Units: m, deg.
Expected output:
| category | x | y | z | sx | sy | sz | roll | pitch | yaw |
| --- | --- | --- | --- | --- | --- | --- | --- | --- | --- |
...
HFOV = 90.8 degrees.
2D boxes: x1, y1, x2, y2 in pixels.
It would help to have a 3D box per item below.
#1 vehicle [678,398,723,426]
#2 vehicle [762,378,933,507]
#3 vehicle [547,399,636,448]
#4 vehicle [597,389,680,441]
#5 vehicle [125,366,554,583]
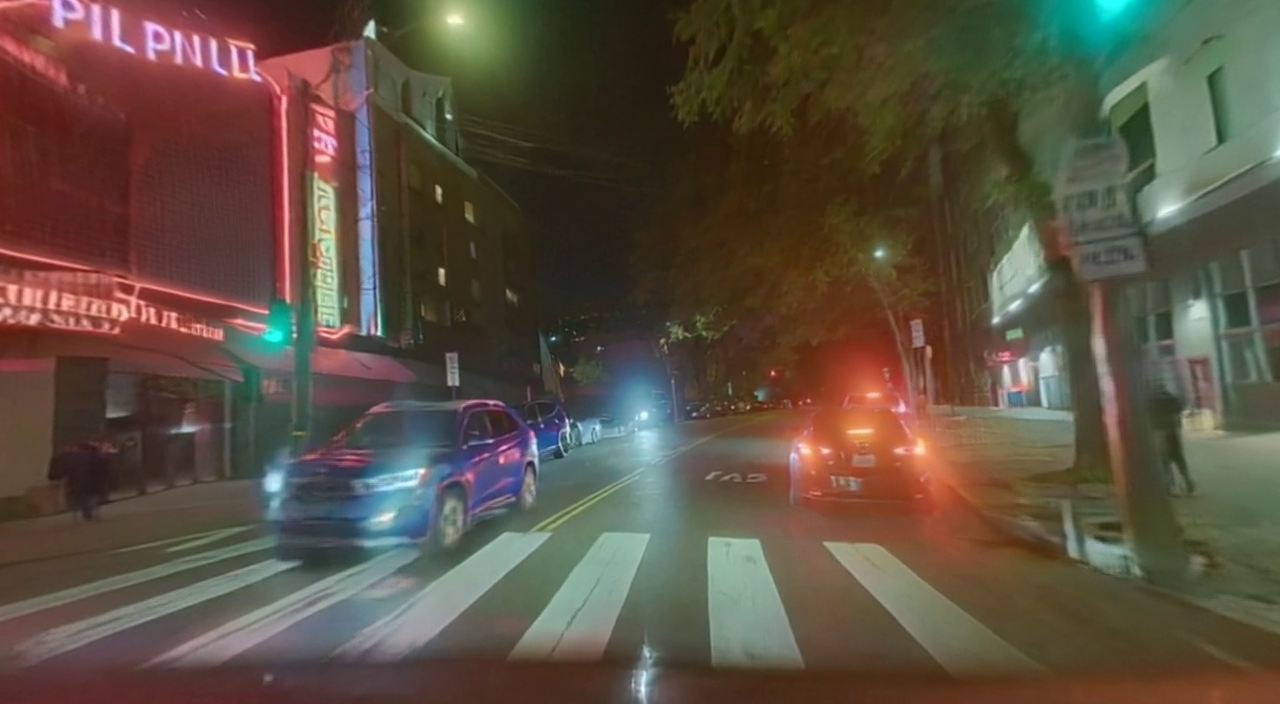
| category | x | y | z | sx | sy | sz | roll | pitch | yaw |
| --- | --- | --- | --- | --- | --- | --- | --- | --- | --- |
| vehicle | 4.240 | 4.101 | 43.798 | 1.948 | 1.693 | 4.325 | -6 | -6 | 19 |
| vehicle | 3.174 | 1.374 | 9.673 | 1.892 | 1.481 | 4.365 | -4 | -8 | 19 |
| vehicle | -1.816 | 2.912 | 25.268 | 1.960 | 1.765 | 4.343 | -4 | -8 | 19 |
| vehicle | 0.073 | 3.050 | 30.898 | 2.260 | 2.136 | 5.669 | -7 | -7 | 17 |
| vehicle | -2.879 | 1.320 | 7.593 | 2.181 | 1.723 | 4.692 | -3 | -8 | 12 |
